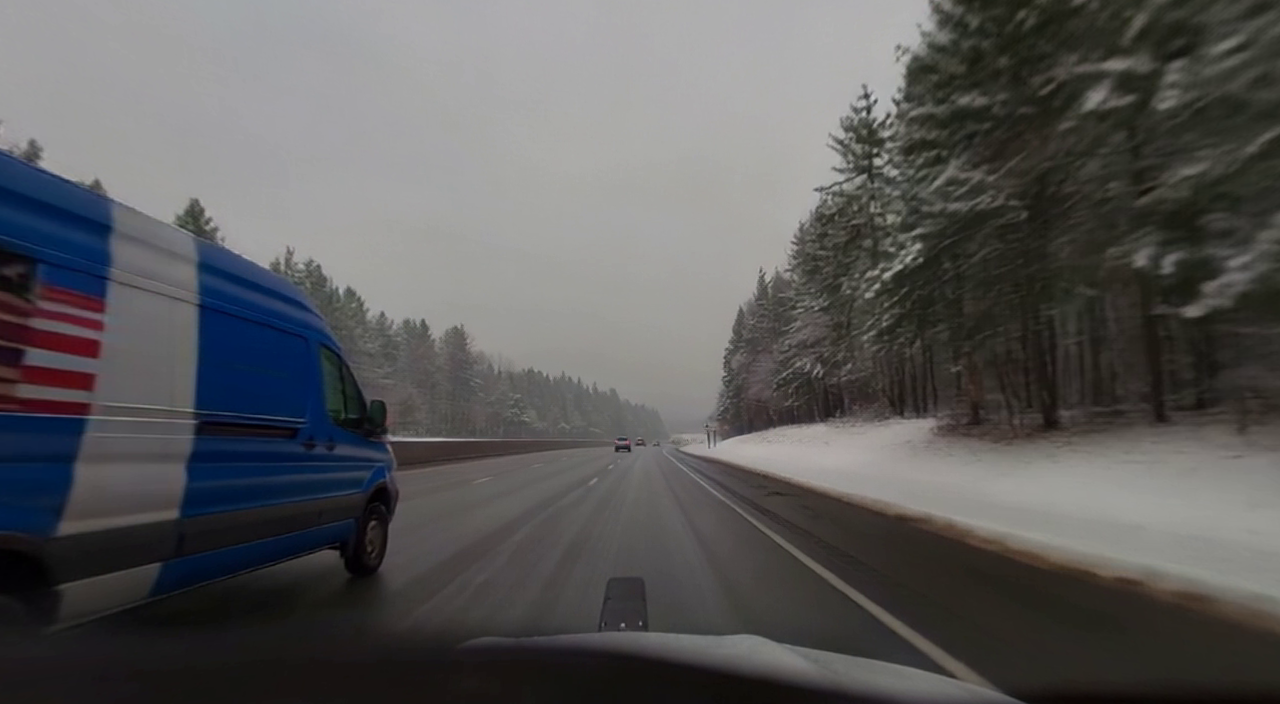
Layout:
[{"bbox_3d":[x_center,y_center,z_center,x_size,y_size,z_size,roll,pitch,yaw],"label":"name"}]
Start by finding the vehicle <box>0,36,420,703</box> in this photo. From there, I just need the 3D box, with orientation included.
[{"bbox_3d":[-3.733,0.407,4.227,2.319,2.883,5.632,0,-8,1],"label":"vehicle"}]
